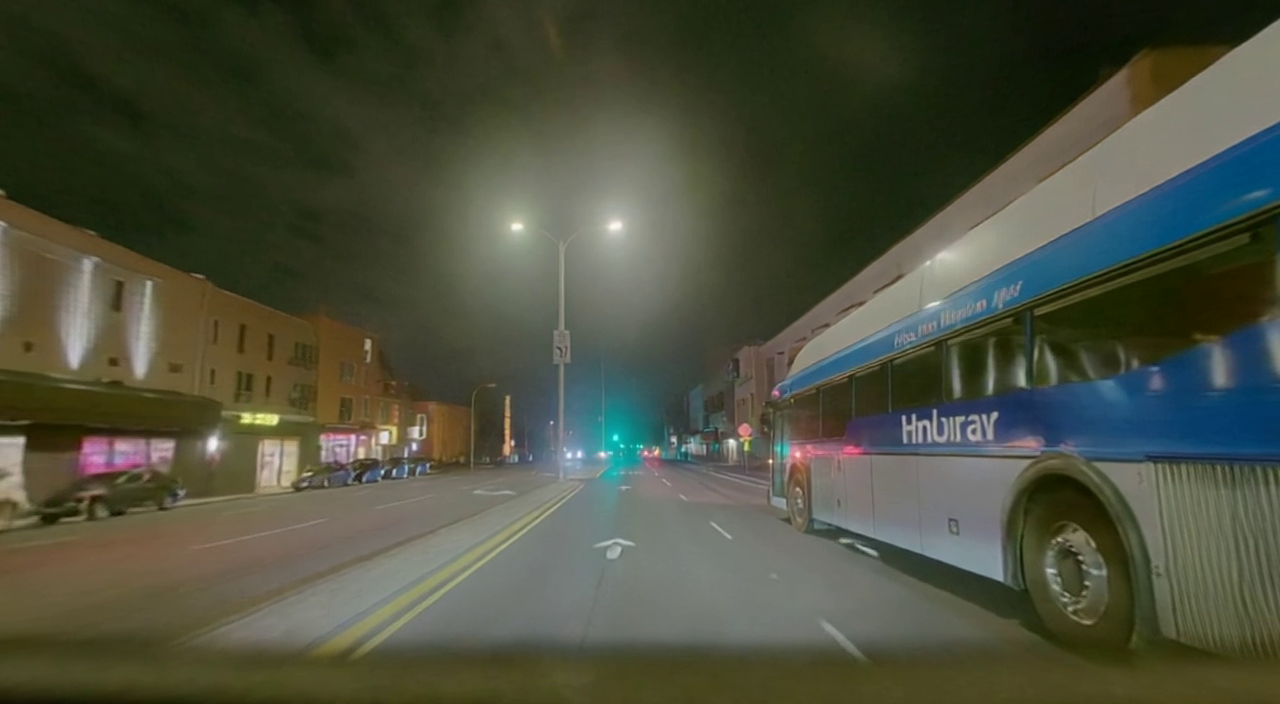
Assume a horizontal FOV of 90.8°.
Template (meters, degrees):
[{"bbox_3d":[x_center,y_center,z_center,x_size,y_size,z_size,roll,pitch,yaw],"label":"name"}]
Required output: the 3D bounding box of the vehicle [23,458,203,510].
[{"bbox_3d":[-17.897,4.485,21.652,4.246,1.612,1.914,1,-9,-7],"label":"vehicle"}]

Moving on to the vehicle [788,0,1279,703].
[{"bbox_3d":[4.384,0.427,4.935,3.194,3.345,12.428,0,-9,-1],"label":"vehicle"}]

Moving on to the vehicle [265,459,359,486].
[{"bbox_3d":[-19.340,7.098,37.397,4.522,1.469,1.840,1,-9,-4],"label":"vehicle"}]

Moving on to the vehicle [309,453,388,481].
[{"bbox_3d":[-19.619,7.745,42.673,4.325,1.777,1.948,0,-9,0],"label":"vehicle"}]
